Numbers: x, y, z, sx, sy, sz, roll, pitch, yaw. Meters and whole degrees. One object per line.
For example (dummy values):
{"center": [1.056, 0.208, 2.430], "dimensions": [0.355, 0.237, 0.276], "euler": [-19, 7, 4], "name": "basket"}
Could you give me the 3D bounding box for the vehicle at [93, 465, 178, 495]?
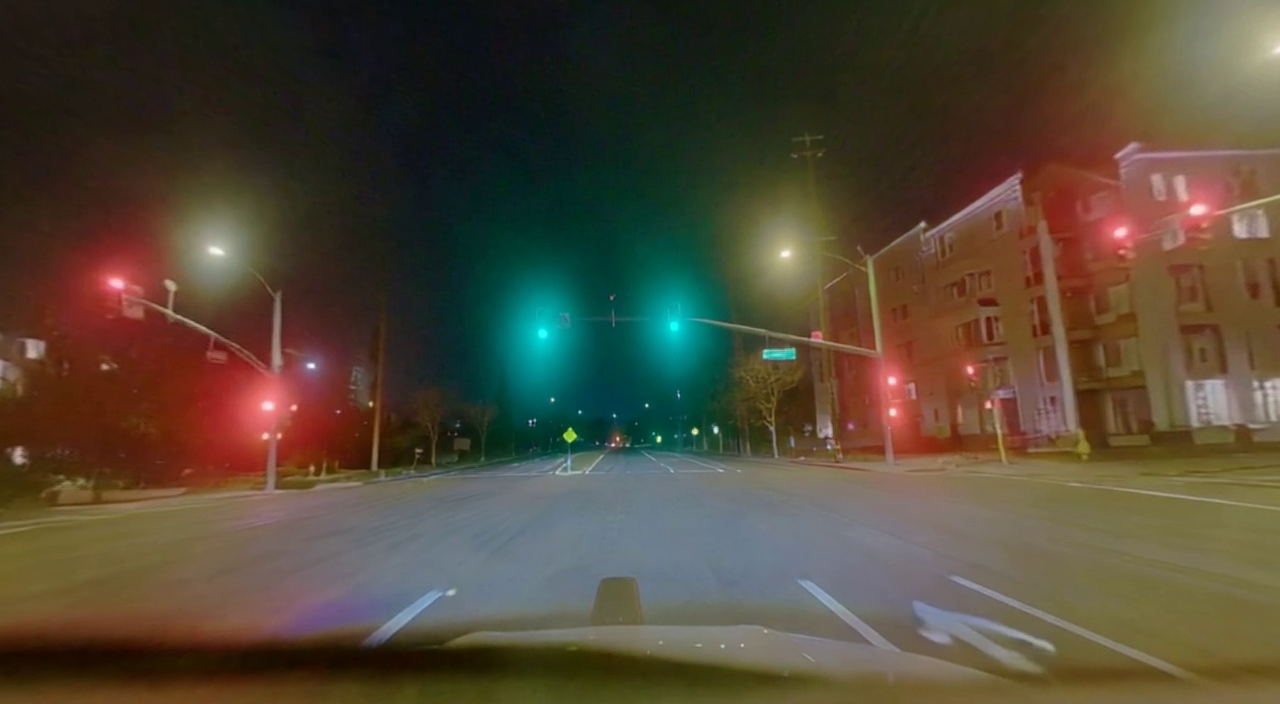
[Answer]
{"center": [-28.926, 7.302, 36.392], "dimensions": [1.974, 1.457, 4.248], "euler": [1, -9, -11], "name": "vehicle"}
